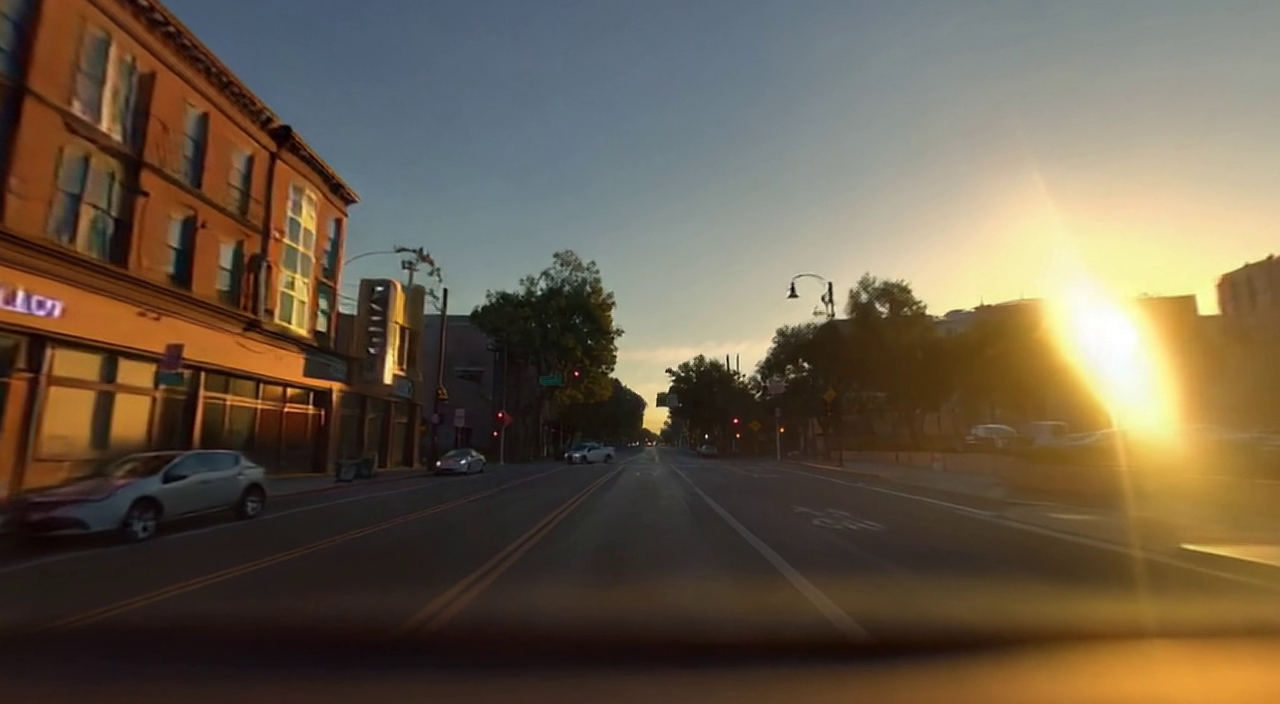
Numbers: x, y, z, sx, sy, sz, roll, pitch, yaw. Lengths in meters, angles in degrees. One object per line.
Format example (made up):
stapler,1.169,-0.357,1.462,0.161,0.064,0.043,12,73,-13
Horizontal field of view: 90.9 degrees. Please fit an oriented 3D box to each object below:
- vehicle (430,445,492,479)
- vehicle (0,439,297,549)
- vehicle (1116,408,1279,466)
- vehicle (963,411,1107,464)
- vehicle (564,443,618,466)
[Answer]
vehicle,-8.995,5.539,32.074,1.908,1.529,4.522,0,-8,-1
vehicle,-8.789,2.462,11.828,1.961,1.627,4.634,-1,-8,2
vehicle,21.042,3.258,24.051,2.186,2.009,4.451,0,-8,-1
vehicle,15.269,3.387,24.853,2.180,1.848,5.417,-1,-8,1
vehicle,-3.348,7.078,43.823,1.984,1.489,4.515,-4,-9,21
